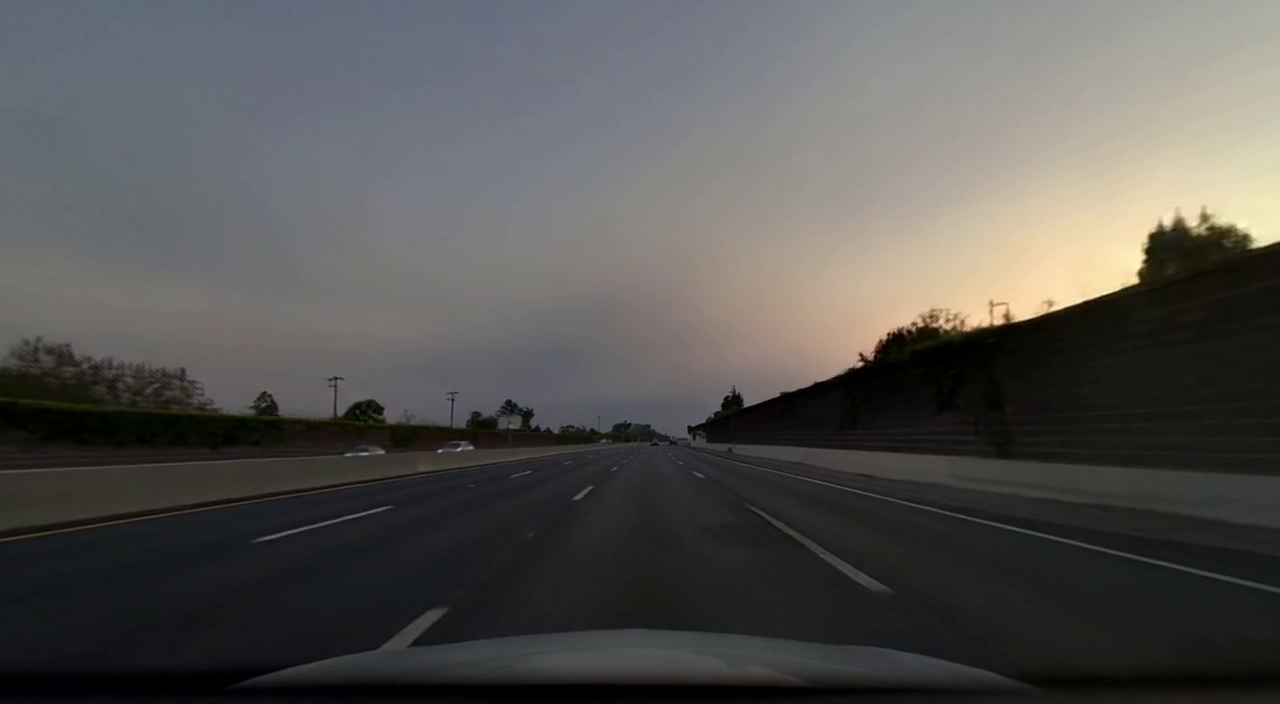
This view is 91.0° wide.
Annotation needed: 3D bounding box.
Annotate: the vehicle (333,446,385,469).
[{"bbox_3d":[-19.224,7.221,43.152,1.759,1.472,3.823,0,-8,1],"label":"vehicle"}]
